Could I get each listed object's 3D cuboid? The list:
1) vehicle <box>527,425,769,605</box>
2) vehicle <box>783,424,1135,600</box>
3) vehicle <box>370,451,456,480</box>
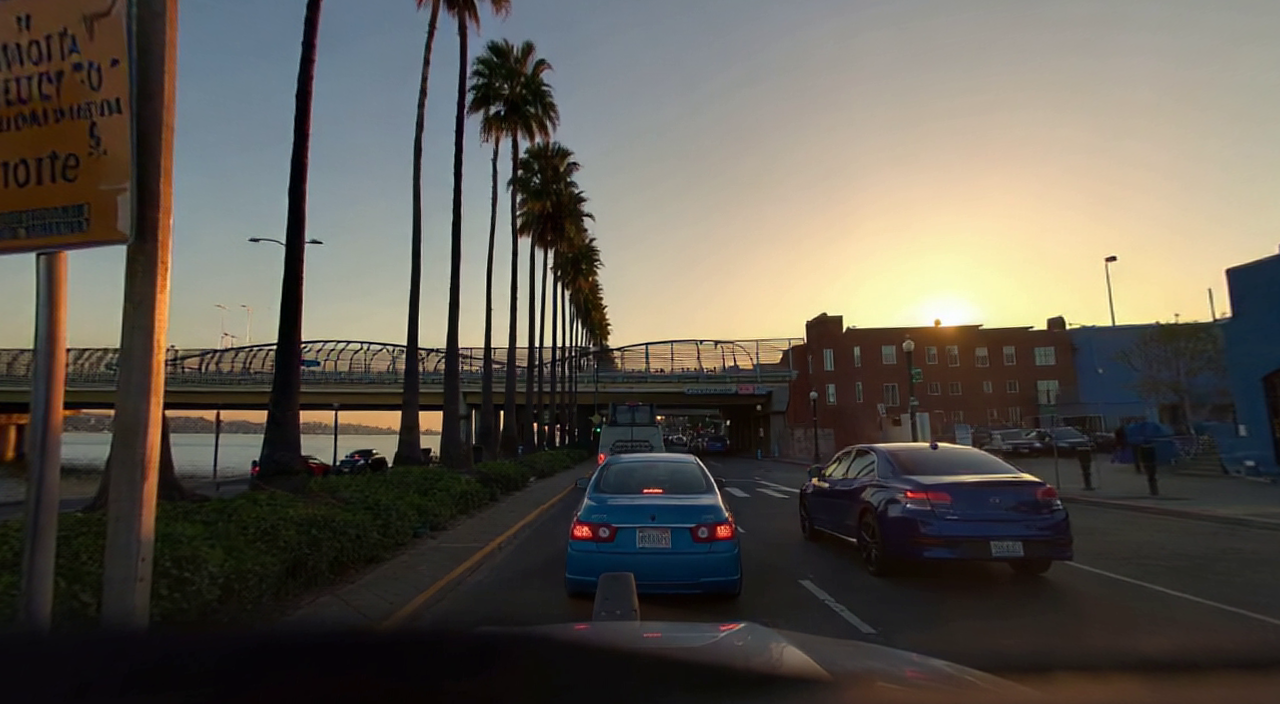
[{"bbox_3d":[0.058,1.666,7.276,2.048,1.503,3.681,0,-9,0],"label":"vehicle"},{"bbox_3d":[3.263,1.712,7.710,1.920,1.490,4.417,0,-9,-1],"label":"vehicle"},{"bbox_3d":[-14.951,7.466,41.656,4.852,1.802,2.104,-2,-9,9],"label":"vehicle"}]
